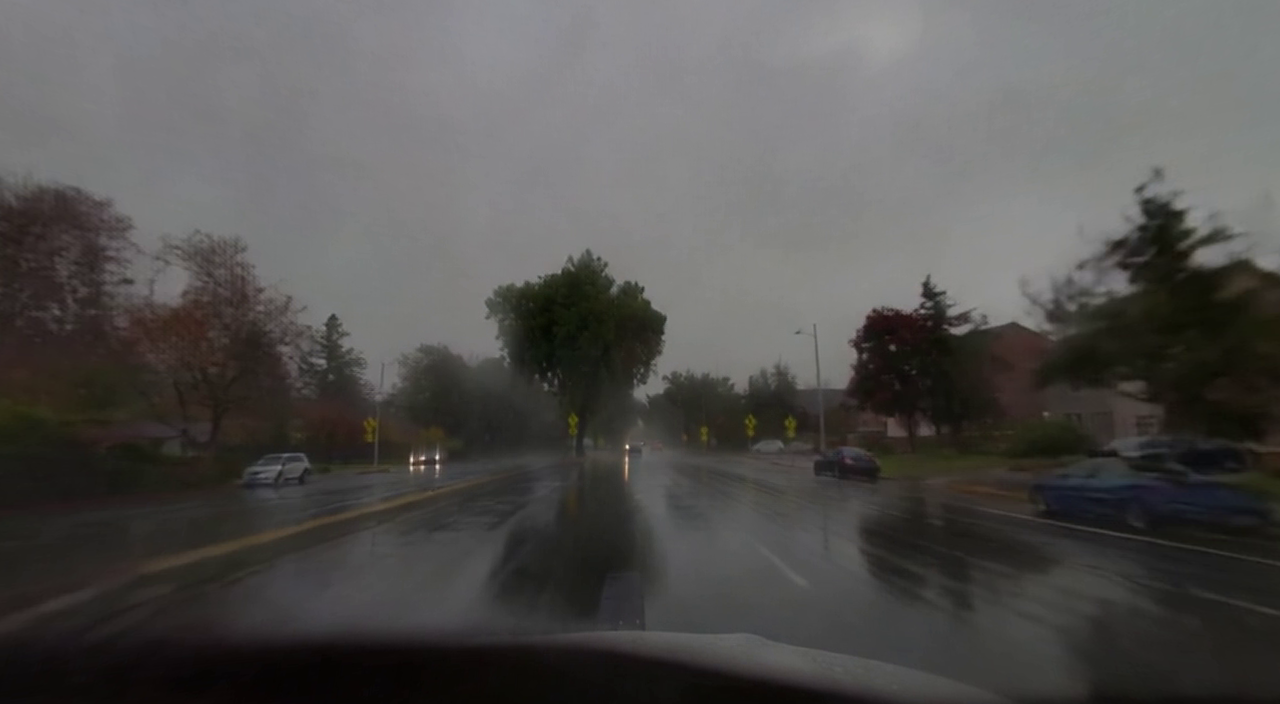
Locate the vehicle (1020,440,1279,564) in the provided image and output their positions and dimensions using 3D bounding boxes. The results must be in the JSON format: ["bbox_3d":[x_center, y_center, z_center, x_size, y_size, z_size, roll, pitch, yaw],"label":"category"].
[{"bbox_3d":[8.649,2.148,10.008,1.976,1.462,5.430,0,-8,1],"label":"vehicle"}]

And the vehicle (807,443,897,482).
[{"bbox_3d":[8.639,4.512,26.242,1.925,1.454,4.493,0,-8,-4],"label":"vehicle"}]

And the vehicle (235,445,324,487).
[{"bbox_3d":[-18.368,5.801,32.484,1.994,1.874,4.502,-3,-8,-1],"label":"vehicle"}]
